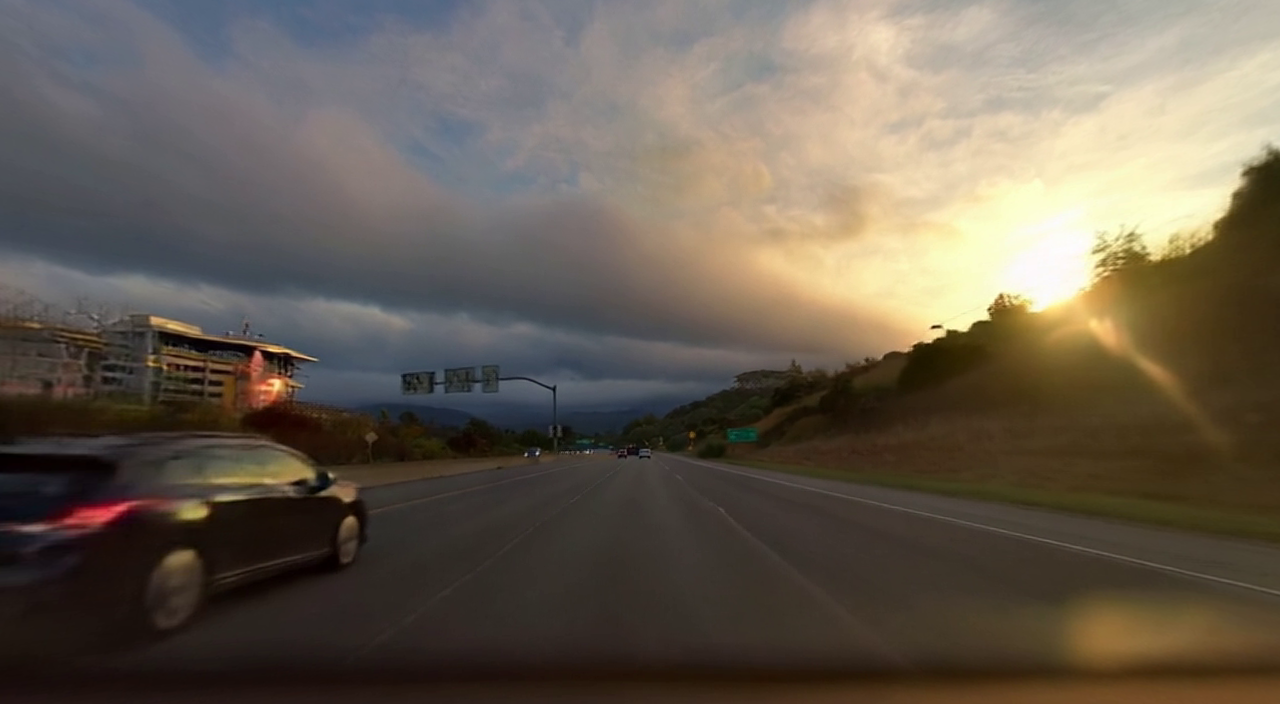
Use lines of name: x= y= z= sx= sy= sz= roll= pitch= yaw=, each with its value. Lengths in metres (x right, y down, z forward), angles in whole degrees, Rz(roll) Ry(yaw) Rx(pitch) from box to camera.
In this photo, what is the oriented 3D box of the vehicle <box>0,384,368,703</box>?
vehicle: x=-3.903 y=1.216 z=4.644 sx=1.965 sy=1.556 sz=3.971 roll=0 pitch=-9 yaw=1
